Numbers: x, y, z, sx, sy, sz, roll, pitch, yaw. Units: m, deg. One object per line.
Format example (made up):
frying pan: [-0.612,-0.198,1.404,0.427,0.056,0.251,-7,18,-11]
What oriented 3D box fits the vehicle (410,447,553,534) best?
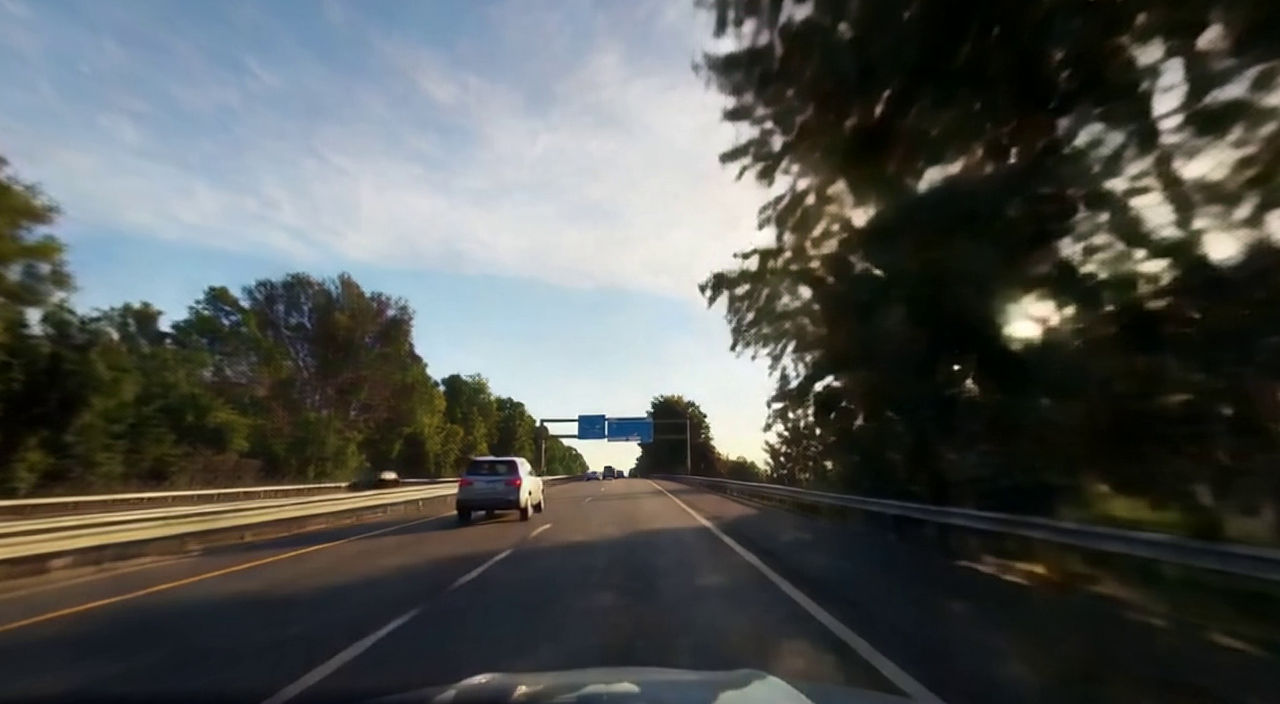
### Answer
vehicle: [-3.460,3.172,14.819,2.107,1.668,4.554,1,-11,1]
